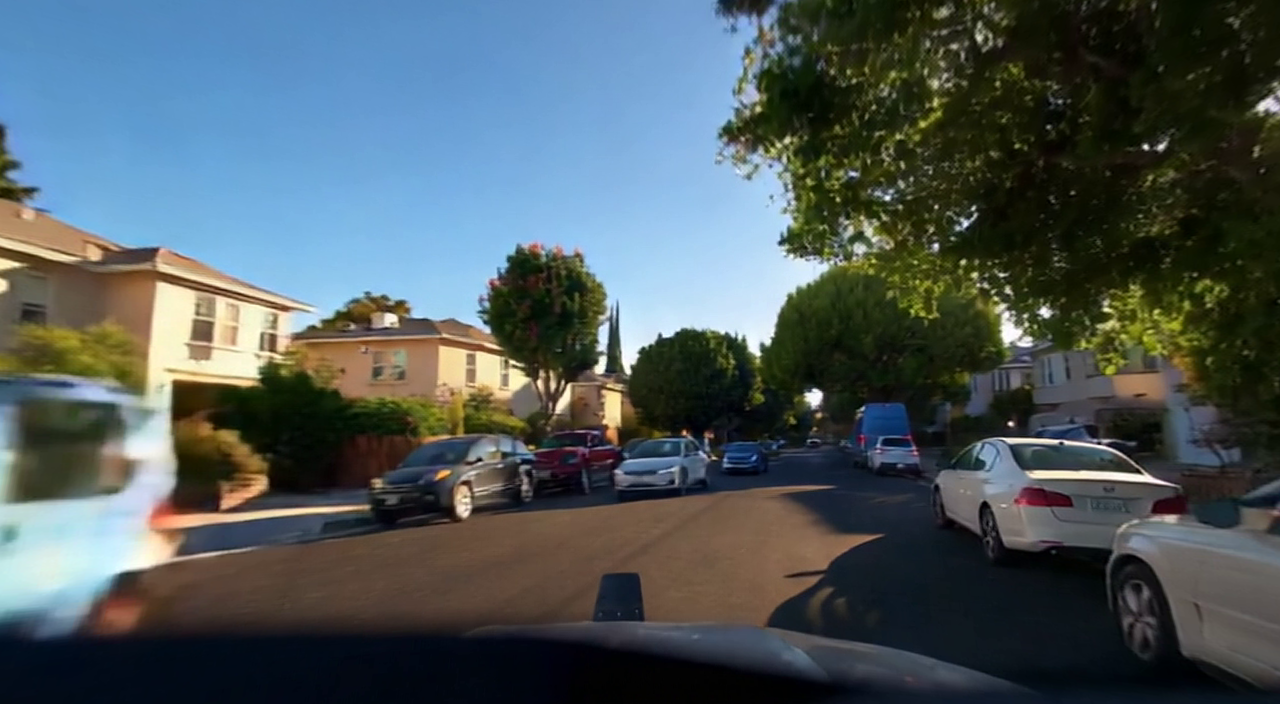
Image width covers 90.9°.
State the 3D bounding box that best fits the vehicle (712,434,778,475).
[{"bbox_3d":[4.408,4.153,25.913,1.889,1.505,3.849,-3,-8,21],"label":"vehicle"}]

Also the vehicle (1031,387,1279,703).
[{"bbox_3d":[3.114,0.837,1.780,2.008,1.507,4.226,-2,-8,12],"label":"vehicle"}]

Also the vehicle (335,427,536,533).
[{"bbox_3d":[-3.494,2.200,11.563,1.828,1.488,3.785,-3,-6,12],"label":"vehicle"}]

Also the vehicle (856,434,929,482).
[{"bbox_3d":[8.702,3.624,22.071,1.955,1.500,4.410,-2,-8,17],"label":"vehicle"}]

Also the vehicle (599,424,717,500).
[{"bbox_3d":[0.637,2.765,16.353,1.959,1.670,4.255,-2,-8,17],"label":"vehicle"}]
